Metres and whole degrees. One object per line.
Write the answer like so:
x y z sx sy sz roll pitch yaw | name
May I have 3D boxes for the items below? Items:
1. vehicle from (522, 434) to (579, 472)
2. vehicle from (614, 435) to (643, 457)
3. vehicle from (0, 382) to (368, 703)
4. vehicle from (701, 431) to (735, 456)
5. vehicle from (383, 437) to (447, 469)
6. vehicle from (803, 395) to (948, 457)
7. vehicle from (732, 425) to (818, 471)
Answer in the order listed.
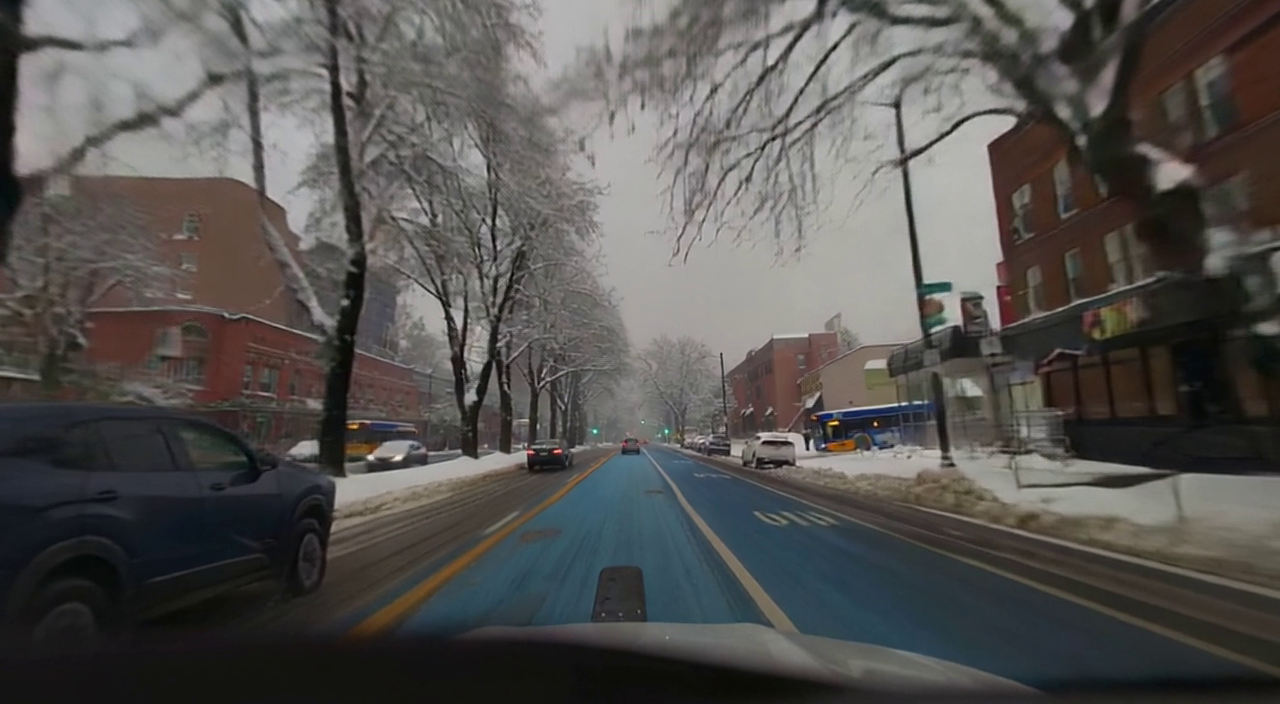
-3.857 4.418 27.892 1.934 1.522 4.287 0 -9 0 | vehicle
-0.798 6.806 45.599 1.999 1.520 3.896 0 -9 -1 | vehicle
-3.675 1.102 3.980 1.995 1.524 4.438 0 -9 -1 | vehicle
5.848 6.939 47.817 1.945 1.829 4.305 0 -9 -2 | vehicle
-11.990 5.406 33.958 1.822 1.549 4.325 0 -9 0 | vehicle
14.787 4.715 40.092 7.722 2.908 3.067 -6 -7 -4 | vehicle
5.859 4.291 28.357 2.390 1.816 6.050 0 -9 -1 | vehicle
